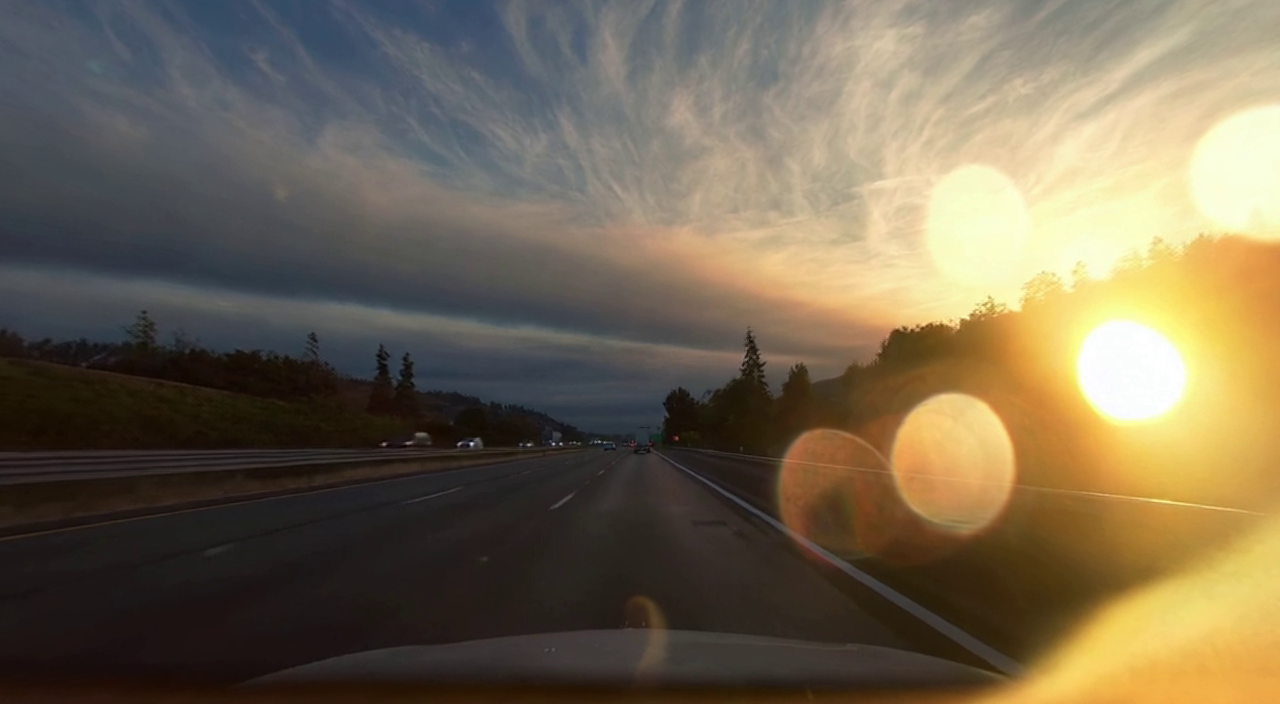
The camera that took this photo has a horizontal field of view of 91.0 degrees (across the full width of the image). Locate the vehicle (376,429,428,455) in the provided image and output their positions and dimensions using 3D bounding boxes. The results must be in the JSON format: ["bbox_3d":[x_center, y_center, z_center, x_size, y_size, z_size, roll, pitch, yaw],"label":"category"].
[{"bbox_3d":[-16.113,6.107,42.766,1.811,1.674,4.243,0,-8,1],"label":"vehicle"}]
